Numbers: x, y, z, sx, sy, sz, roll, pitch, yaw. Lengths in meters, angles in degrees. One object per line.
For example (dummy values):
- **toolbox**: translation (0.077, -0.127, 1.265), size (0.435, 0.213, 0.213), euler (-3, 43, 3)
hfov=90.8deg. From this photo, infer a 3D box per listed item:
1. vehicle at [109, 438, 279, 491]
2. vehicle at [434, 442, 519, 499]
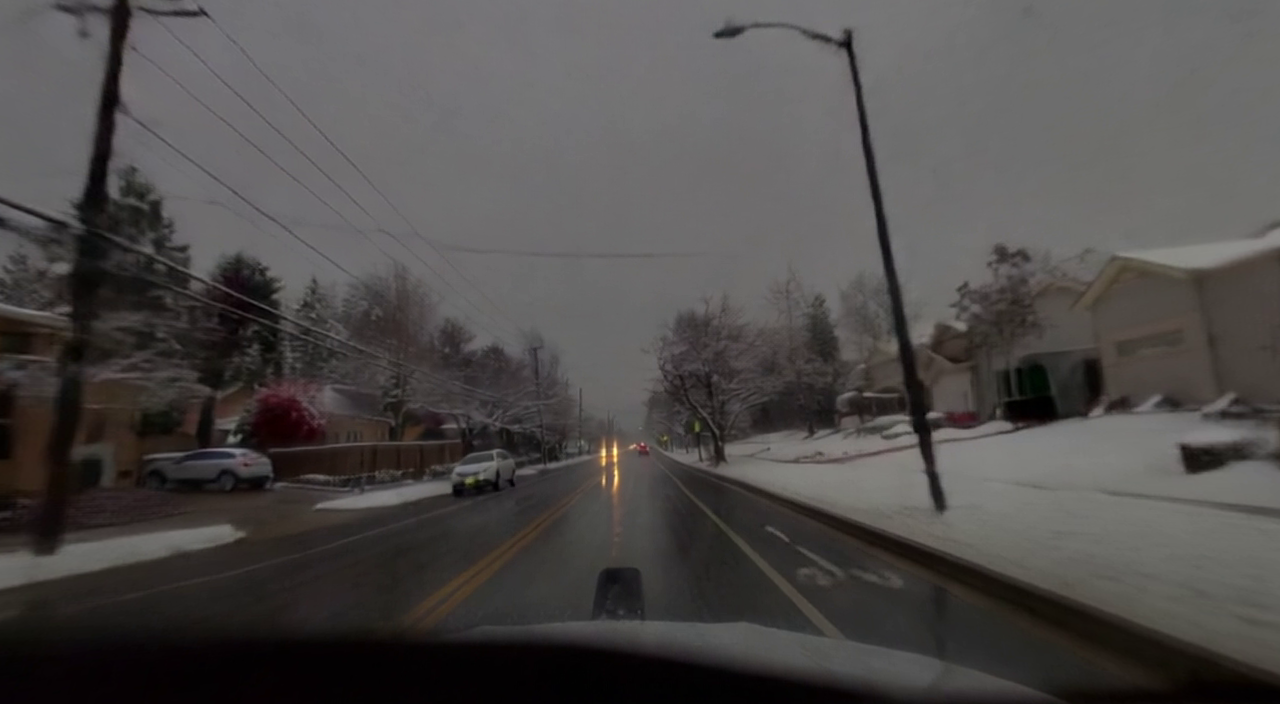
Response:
- **vehicle**: translation (-15.675, 3.962, 22.334), size (4.735, 1.712, 1.992), euler (-2, -9, 9)
- **vehicle**: translation (-6.610, 4.839, 26.115), size (2.176, 1.885, 5.174), euler (-5, -10, -2)
